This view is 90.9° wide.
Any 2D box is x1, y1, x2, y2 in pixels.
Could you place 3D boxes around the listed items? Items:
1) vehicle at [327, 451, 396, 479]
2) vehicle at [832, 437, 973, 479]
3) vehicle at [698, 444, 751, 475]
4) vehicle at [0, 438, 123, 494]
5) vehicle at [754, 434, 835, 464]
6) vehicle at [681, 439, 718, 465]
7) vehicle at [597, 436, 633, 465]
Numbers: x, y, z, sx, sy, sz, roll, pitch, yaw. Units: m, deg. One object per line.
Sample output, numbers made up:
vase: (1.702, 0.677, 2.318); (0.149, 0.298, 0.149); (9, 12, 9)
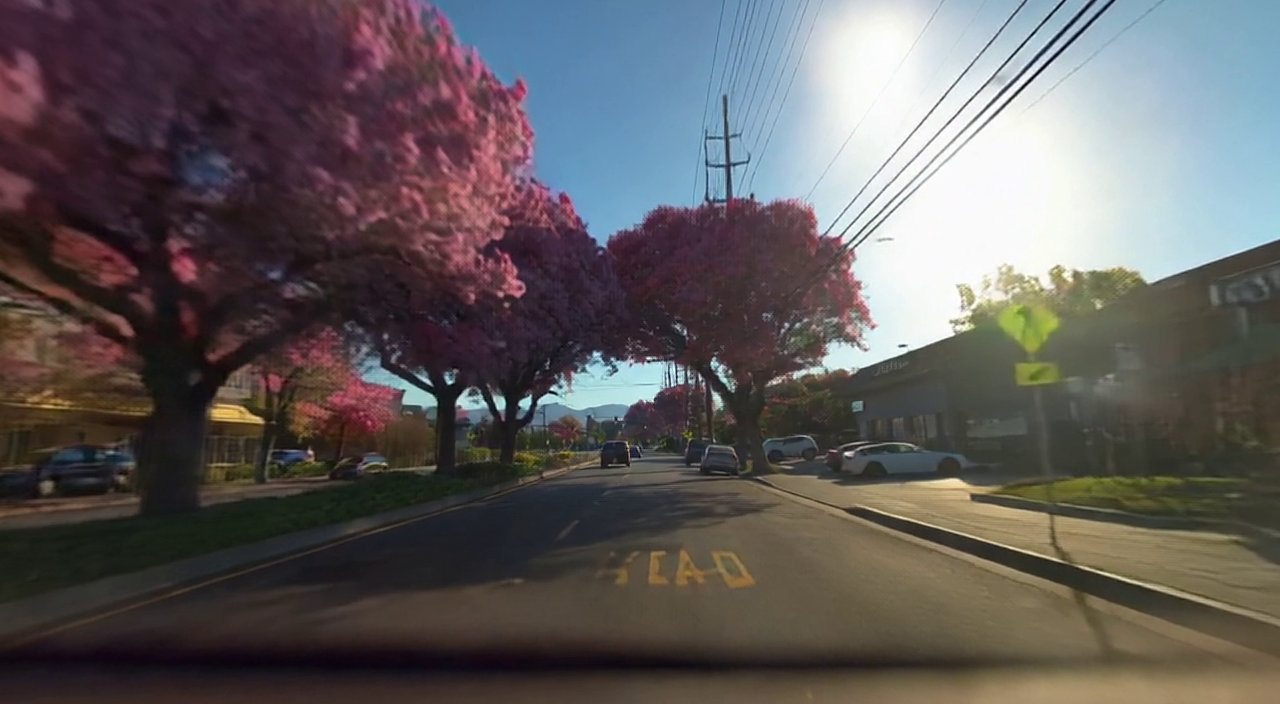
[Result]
vehicle: (-16.285, 6.617, 37.074); (1.954, 1.497, 4.613); (0, -9, 0)
vehicle: (9.757, 3.977, 23.691); (4.430, 1.480, 1.923); (0, -9, -2)
vehicle: (4.167, 5.369, 31.719); (2.042, 1.465, 4.455); (0, -9, 0)
vehicle: (-22.407, 4.119, 23.334); (2.195, 1.770, 4.957); (0, -7, 1)
vehicle: (10.085, 6.383, 41.464); (4.818, 1.847, 2.257); (0, -9, 2)
vehicle: (4.471, 7.643, 48.295); (2.280, 1.904, 5.779); (0, -9, 0)
vehicle: (-1.693, 6.937, 44.459); (2.202, 1.961, 4.980); (0, -9, 1)
